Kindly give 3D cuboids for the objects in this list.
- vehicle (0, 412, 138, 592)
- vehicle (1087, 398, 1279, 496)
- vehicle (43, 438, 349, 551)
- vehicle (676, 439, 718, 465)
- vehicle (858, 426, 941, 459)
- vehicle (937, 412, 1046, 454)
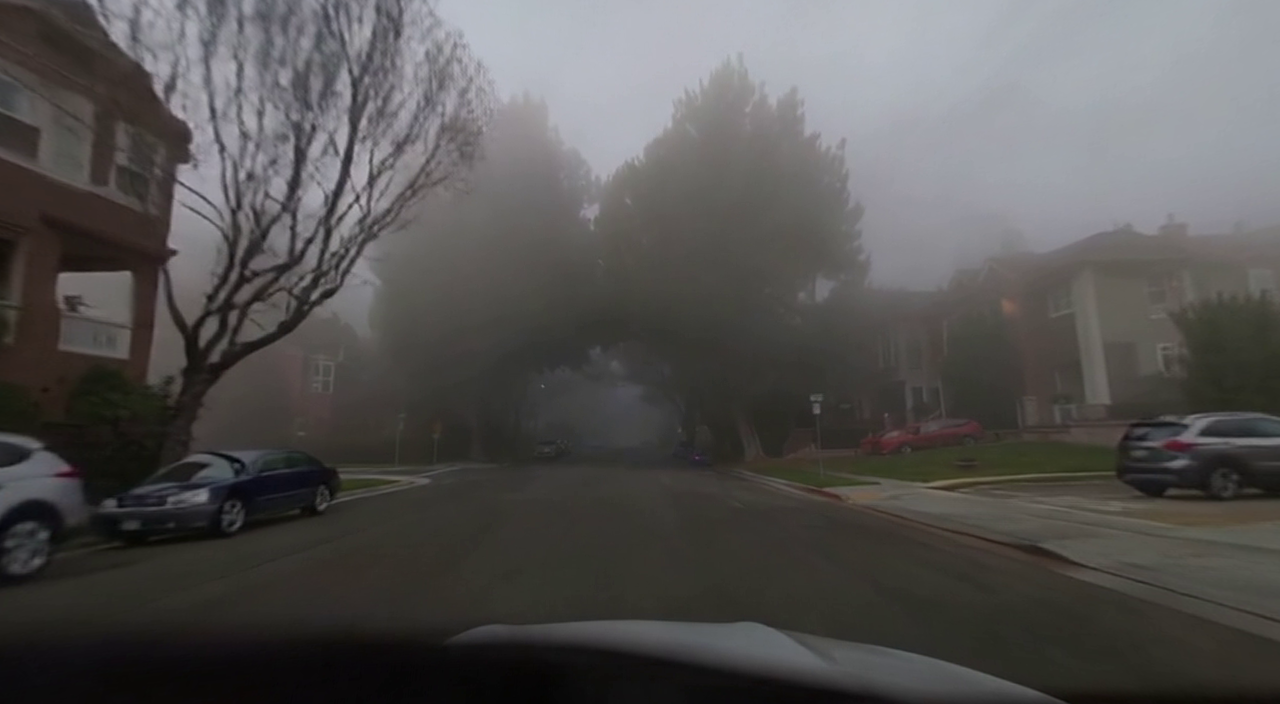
[{"bbox_3d":[-7.414,1.436,5.722,2.136,1.758,4.297,-2,-9,0],"label":"vehicle"},{"bbox_3d":[11.900,1.843,12.237,4.726,1.731,2.075,0,-8,3],"label":"vehicle"},{"bbox_3d":[-7.223,2.325,11.080,1.912,1.466,4.754,-2,-9,1],"label":"vehicle"},{"bbox_3d":[3.384,6.013,38.010,1.956,1.468,4.698,0,-8,-2],"label":"vehicle"},{"bbox_3d":[13.158,4.655,32.327,2.068,1.522,4.810,0,-8,-2],"label":"vehicle"},{"bbox_3d":[18.066,4.284,32.810,2.315,1.991,5.686,0,-8,-1],"label":"vehicle"}]
